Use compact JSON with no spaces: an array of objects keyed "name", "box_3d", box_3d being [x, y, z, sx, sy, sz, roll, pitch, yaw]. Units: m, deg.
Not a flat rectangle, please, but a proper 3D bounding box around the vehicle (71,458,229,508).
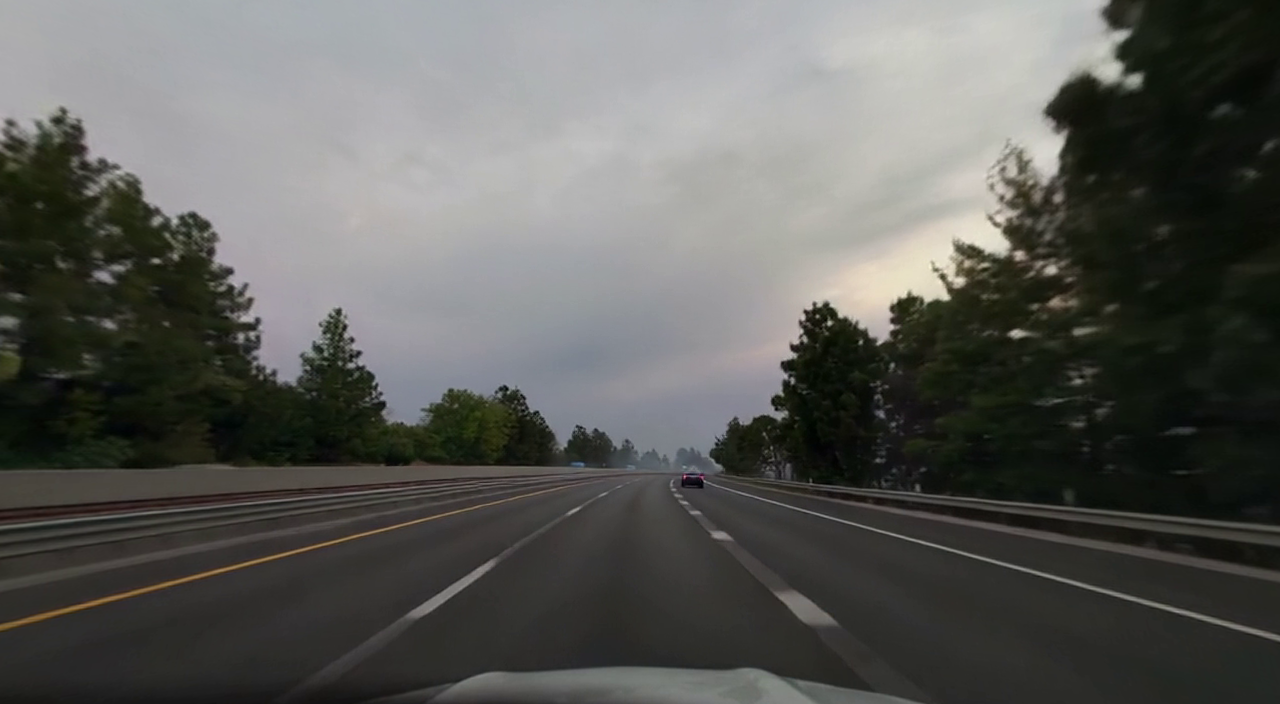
[{"name":"vehicle","box_3d":[-16.351,4.380,21.354,2.023,1.482,3.976,0,-10,2]}]
